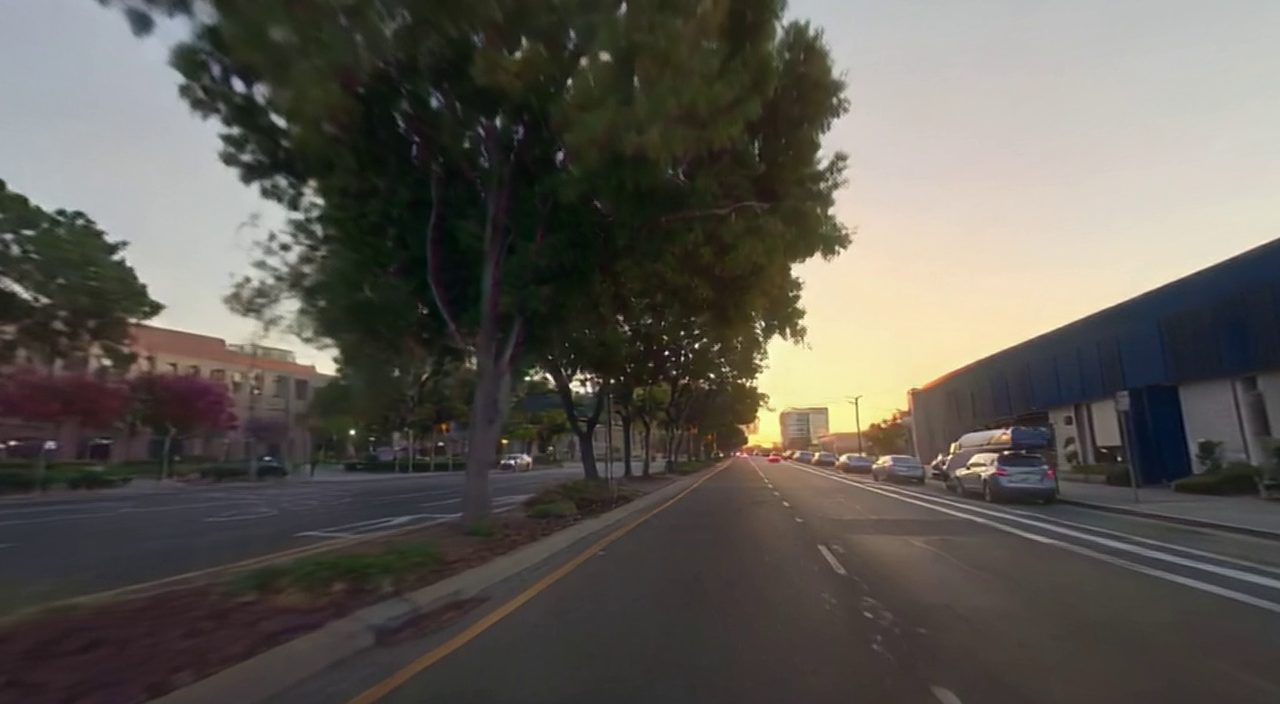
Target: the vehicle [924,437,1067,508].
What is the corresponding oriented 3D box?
[{"bbox_3d":[10.465,3.527,19.079,2.152,1.869,4.476,-1,-8,8],"label":"vehicle"}]
